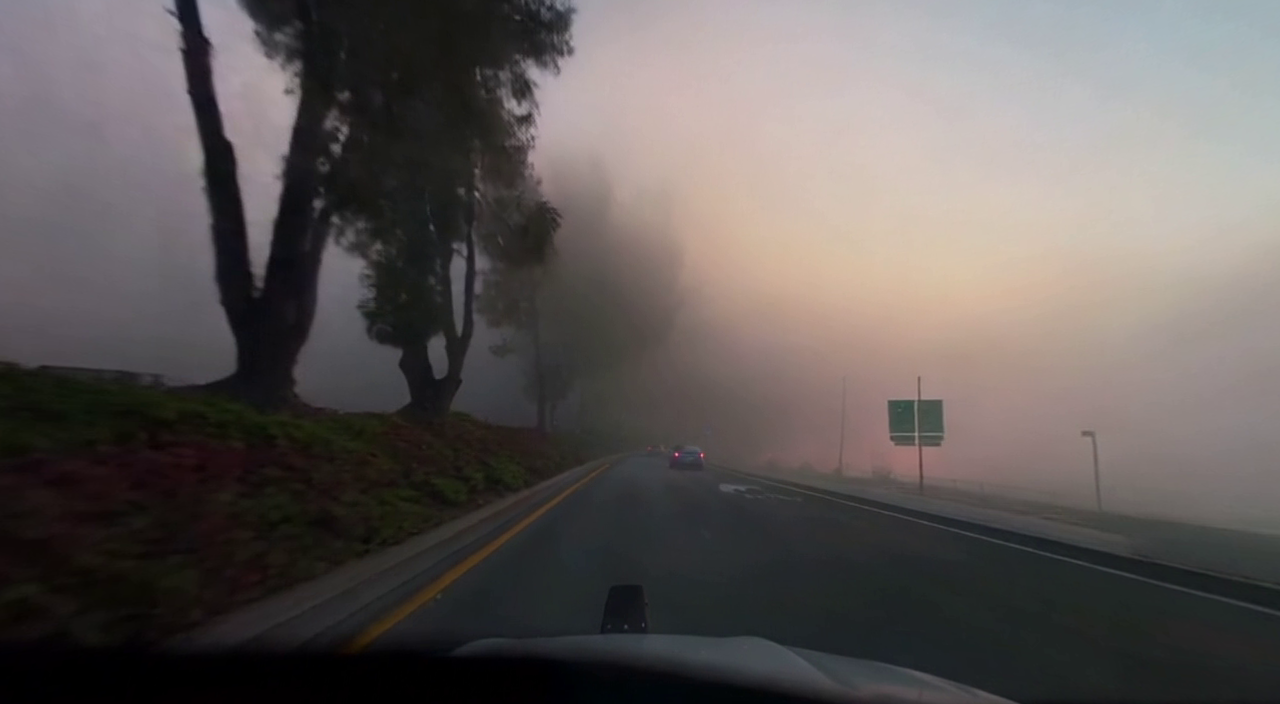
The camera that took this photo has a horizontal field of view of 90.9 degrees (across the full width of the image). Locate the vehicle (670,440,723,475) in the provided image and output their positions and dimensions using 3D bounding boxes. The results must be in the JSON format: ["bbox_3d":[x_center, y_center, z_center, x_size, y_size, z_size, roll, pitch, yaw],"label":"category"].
[{"bbox_3d":[2.515,4.839,29.286,1.956,1.473,4.640,0,-8,-1],"label":"vehicle"}]
